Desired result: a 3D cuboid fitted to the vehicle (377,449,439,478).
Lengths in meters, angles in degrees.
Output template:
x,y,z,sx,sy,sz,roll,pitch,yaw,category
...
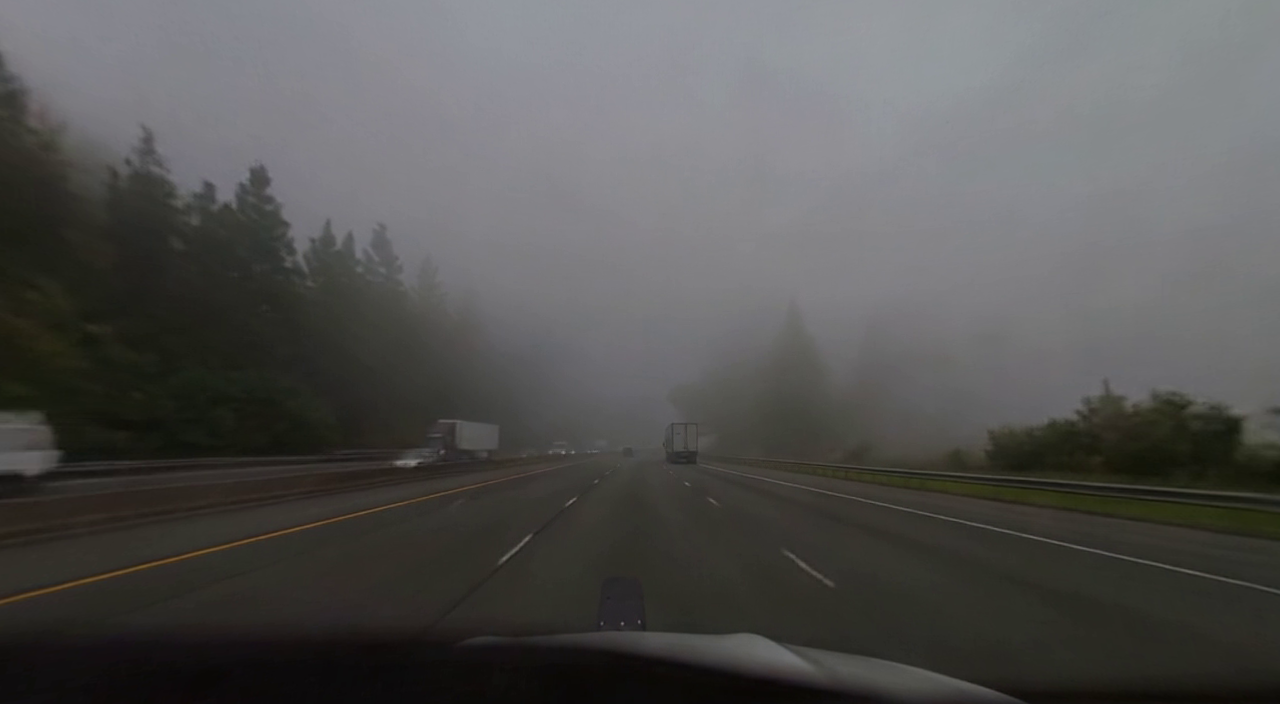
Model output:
x,y,z,sx,sy,sz,roll,pitch,yaw,category
-12.263,5.921,33.606,1.878,1.418,3.768,0,-9,0,vehicle
